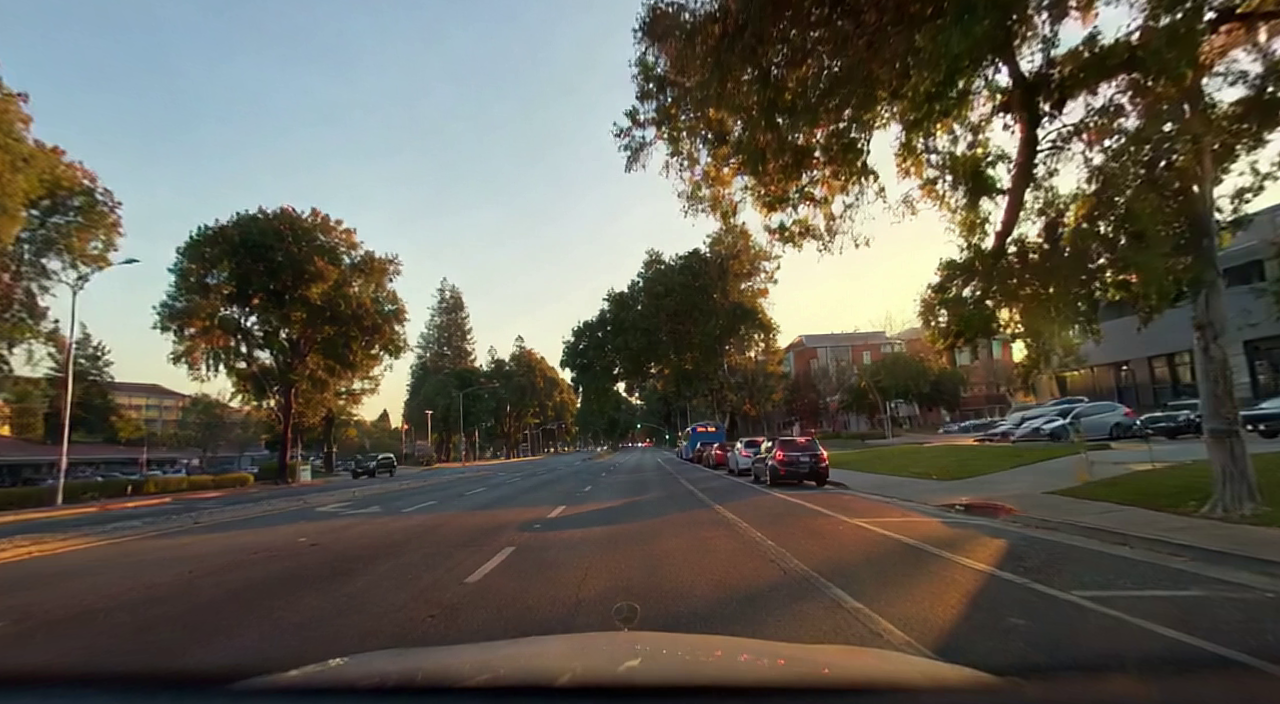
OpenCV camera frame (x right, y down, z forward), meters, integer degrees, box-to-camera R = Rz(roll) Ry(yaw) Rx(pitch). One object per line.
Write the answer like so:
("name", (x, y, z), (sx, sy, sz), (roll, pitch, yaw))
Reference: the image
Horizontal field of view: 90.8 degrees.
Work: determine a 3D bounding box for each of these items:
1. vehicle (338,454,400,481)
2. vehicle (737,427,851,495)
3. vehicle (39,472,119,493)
("vehicle", (-19.633, 8.375, 46.025), (2.166, 1.804, 4.897), (-1, -8, 3))
("vehicle", (4.405, 3.214, 18.989), (2.094, 1.731, 4.763), (0, -8, -1))
("vehicle", (-42.276, 9.831, 47.653), (4.357, 1.435, 1.816), (0, -9, 3))
